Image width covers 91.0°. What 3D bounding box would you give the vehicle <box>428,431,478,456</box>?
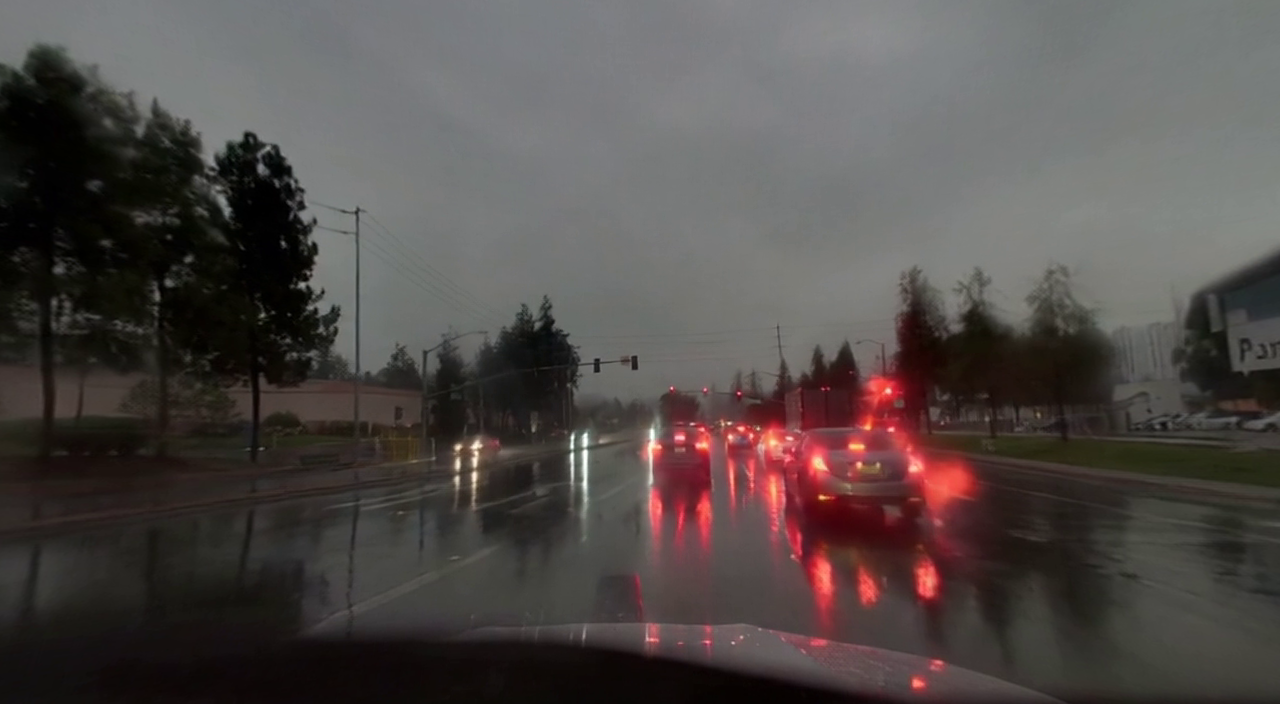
[{"bbox_3d":[-13.428,6.639,45.394,1.950,1.713,4.406,-1,-9,5],"label":"vehicle"}]

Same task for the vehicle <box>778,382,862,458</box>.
[{"bbox_3d":[10.269,4.176,36.936,2.965,3.900,9.064,-1,-9,5],"label":"vehicle"}]

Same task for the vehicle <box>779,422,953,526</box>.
[{"bbox_3d":[3.824,2.139,11.621,2.109,1.500,4.585,-1,-9,8],"label":"vehicle"}]

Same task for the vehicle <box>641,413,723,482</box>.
[{"bbox_3d":[1.436,2.984,19.717,2.188,1.892,4.488,-1,-9,8],"label":"vehicle"}]
